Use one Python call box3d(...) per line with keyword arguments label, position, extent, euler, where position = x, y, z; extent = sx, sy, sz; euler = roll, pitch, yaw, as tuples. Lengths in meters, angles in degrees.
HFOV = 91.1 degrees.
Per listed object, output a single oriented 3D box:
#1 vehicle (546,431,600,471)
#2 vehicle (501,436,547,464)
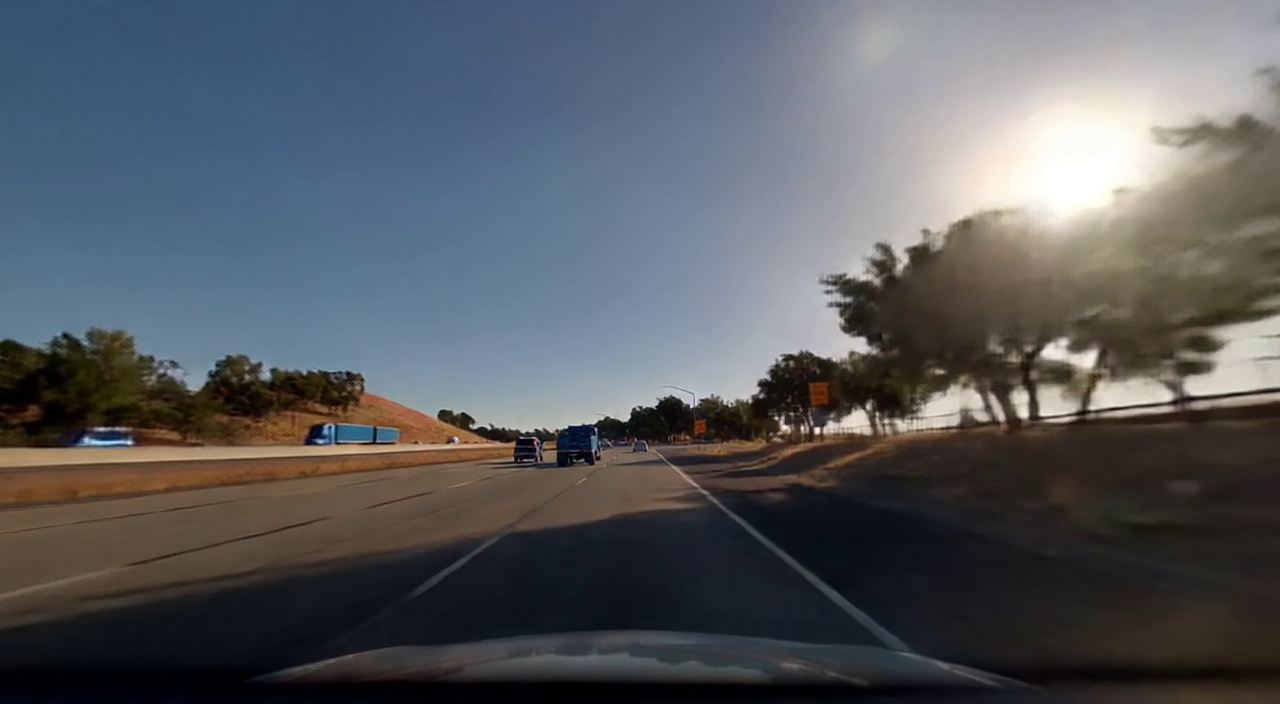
box3d(label="vehicle", position=(-3.151, 4.781, 30.415), extent=(2.194, 1.766, 3.720), euler=(0, -8, 0))
box3d(label="vehicle", position=(-7.447, 6.328, 40.682), extent=(2.078, 1.729, 4.722), euler=(0, -8, 0))
